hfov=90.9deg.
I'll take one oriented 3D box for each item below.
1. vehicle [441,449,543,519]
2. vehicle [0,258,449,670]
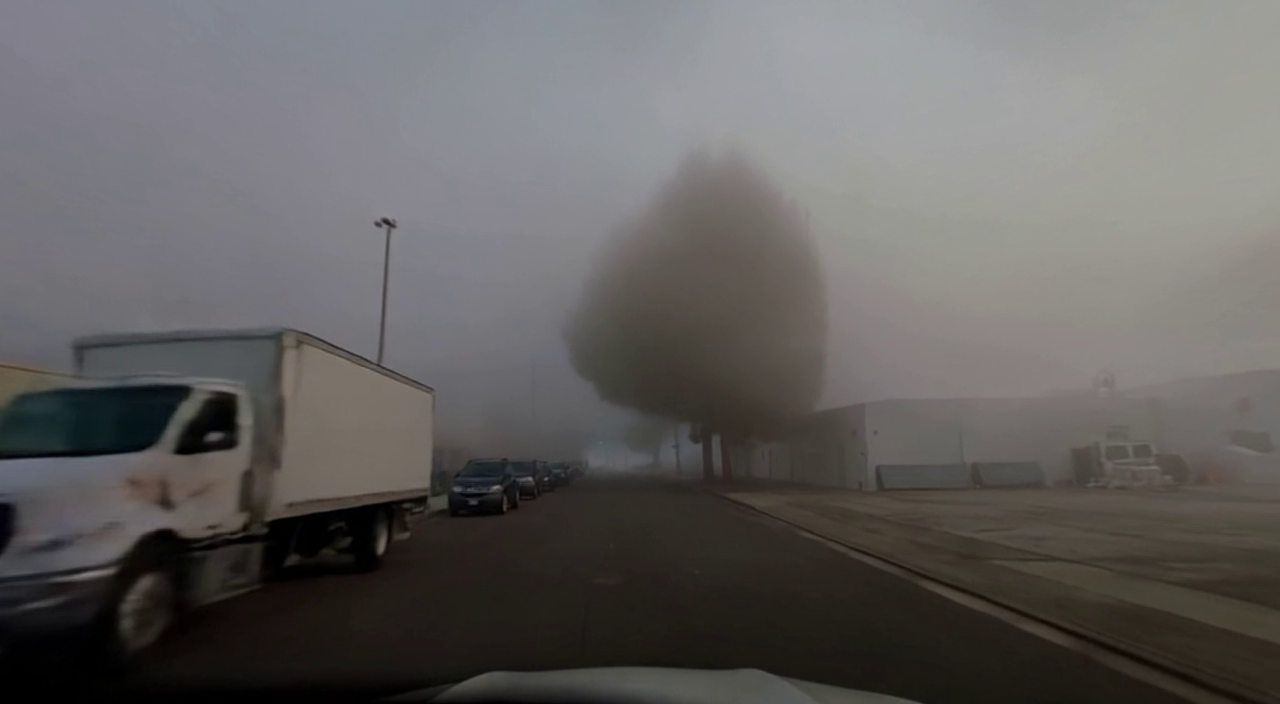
[{"bbox_3d":[-4.113,3.701,18.259,1.886,1.640,4.311,2,-8,-1],"label":"vehicle"},{"bbox_3d":[-4.045,1.188,7.005,2.242,2.726,5.581,1,-10,-3],"label":"vehicle"}]
